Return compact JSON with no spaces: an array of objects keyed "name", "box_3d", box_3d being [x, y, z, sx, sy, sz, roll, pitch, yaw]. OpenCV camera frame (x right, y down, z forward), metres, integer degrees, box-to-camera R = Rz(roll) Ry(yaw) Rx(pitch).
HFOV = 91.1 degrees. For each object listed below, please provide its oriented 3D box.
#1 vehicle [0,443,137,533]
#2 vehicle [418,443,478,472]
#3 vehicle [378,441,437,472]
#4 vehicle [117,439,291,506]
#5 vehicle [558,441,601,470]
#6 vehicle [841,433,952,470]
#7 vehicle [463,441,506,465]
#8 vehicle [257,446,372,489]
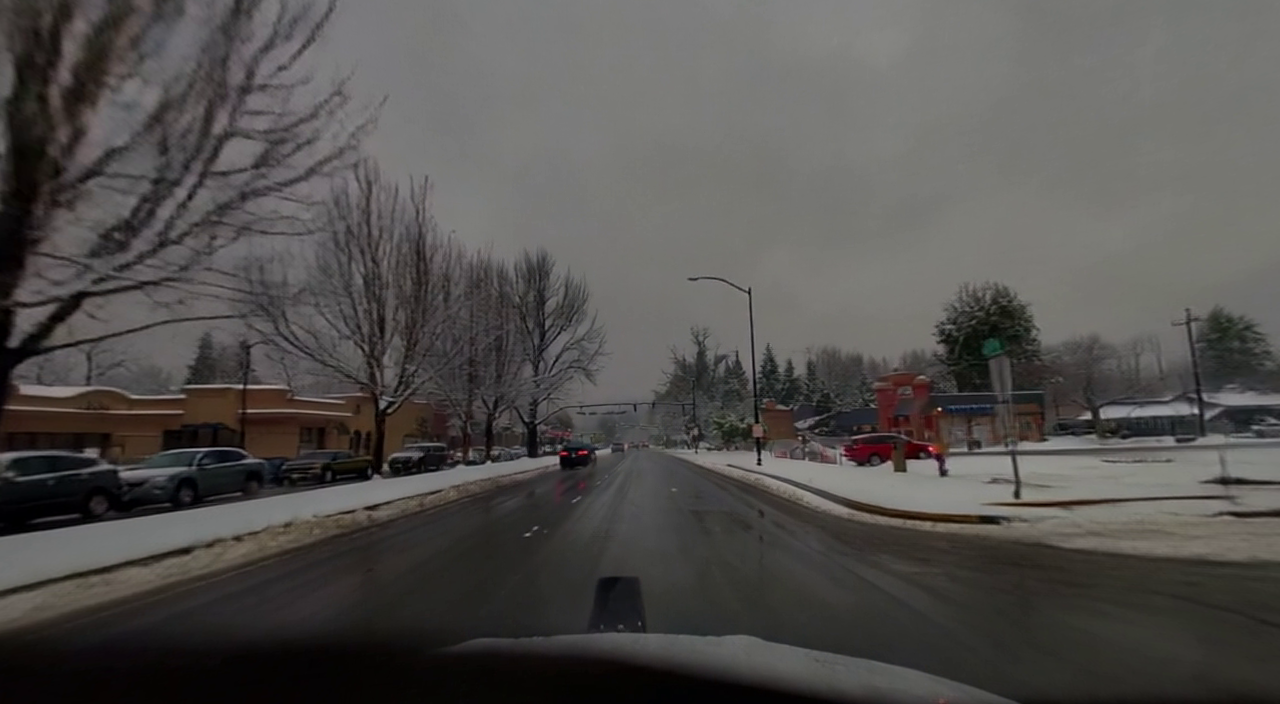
[{"name":"vehicle","box_3d":[-11.760,2.385,11.170,1.959,1.488,4.390,0,-8,0]},{"name":"vehicle","box_3d":[-11.829,6.514,39.016,2.024,1.656,4.837,-1,-8,2]},{"name":"vehicle","box_3d":[-15.062,6.765,40.997,1.936,1.813,4.921,-1,-8,0]},{"name":"vehicle","box_3d":[-11.918,3.280,17.583,1.852,1.621,4.166,0,-8,0]},{"name":"vehicle","box_3d":[-3.316,5.780,35.206,1.966,1.481,4.385,0,-8,0]},{"name":"vehicle","box_3d":[11.031,4.304,27.230,3.935,1.518,1.985,0,-8,-1]},{"name":"vehicle","box_3d":[-11.408,7.459,46.408,2.044,1.649,4.211,0,-8,0]},{"name":"vehicle","box_3d":[-12.136,4.294,23.778,1.948,1.453,4.431,0,-8,0]}]
